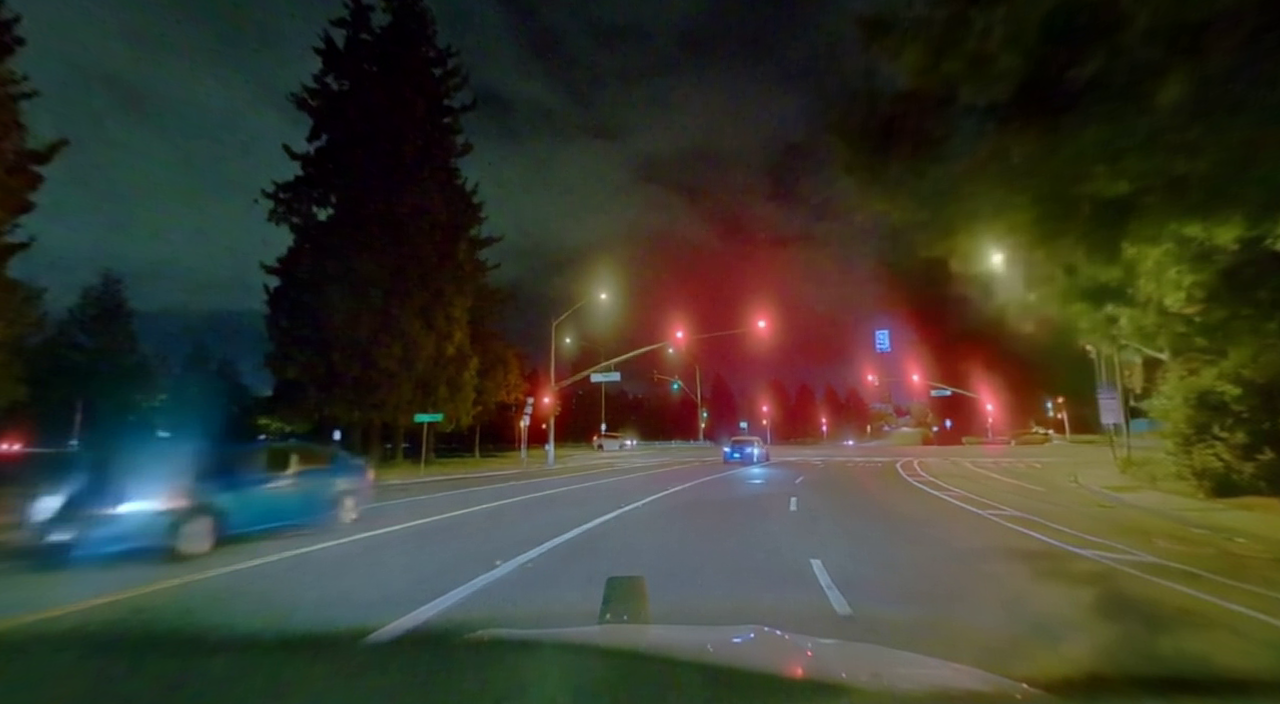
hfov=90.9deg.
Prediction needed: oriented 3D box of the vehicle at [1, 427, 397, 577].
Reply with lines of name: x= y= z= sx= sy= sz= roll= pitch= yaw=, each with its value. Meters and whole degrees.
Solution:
vehicle: x=-5.710 y=1.943 z=9.176 sx=1.983 sy=1.562 sz=4.652 roll=-1 pitch=-8 yaw=8

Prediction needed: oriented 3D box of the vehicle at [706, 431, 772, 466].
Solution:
vehicle: x=4.909 y=4.677 z=30.754 sx=2.055 sy=1.573 sz=4.065 roll=-4 pitch=-9 yaw=26
